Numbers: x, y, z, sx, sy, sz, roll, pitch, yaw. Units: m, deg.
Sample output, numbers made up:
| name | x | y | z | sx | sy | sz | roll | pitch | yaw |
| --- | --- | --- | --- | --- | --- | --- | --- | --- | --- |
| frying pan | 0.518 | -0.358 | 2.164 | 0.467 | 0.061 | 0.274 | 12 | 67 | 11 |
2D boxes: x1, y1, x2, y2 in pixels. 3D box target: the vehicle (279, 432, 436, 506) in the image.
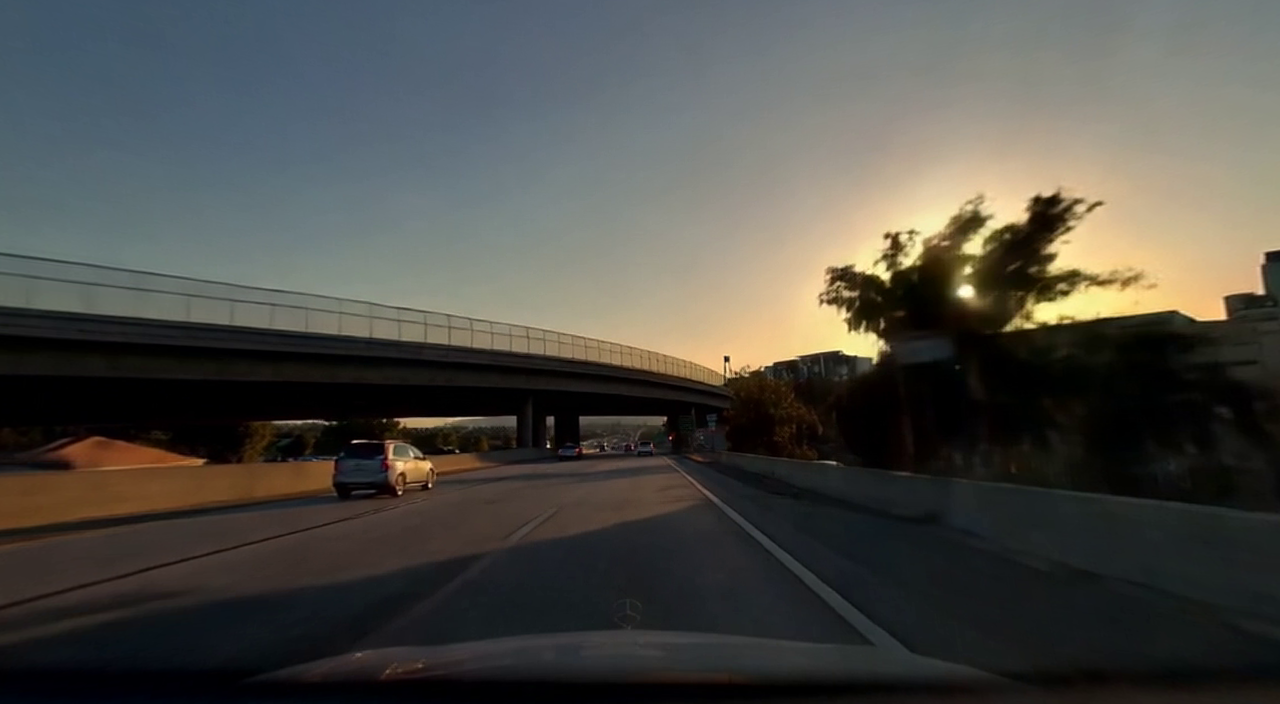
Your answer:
| name | x | y | z | sx | sy | sz | roll | pitch | yaw |
| --- | --- | --- | --- | --- | --- | --- | --- | --- | --- |
| vehicle | -7.299 | 3.050 | 16.914 | 2.088 | 1.678 | 4.426 | -1 | -8 | 1 |
